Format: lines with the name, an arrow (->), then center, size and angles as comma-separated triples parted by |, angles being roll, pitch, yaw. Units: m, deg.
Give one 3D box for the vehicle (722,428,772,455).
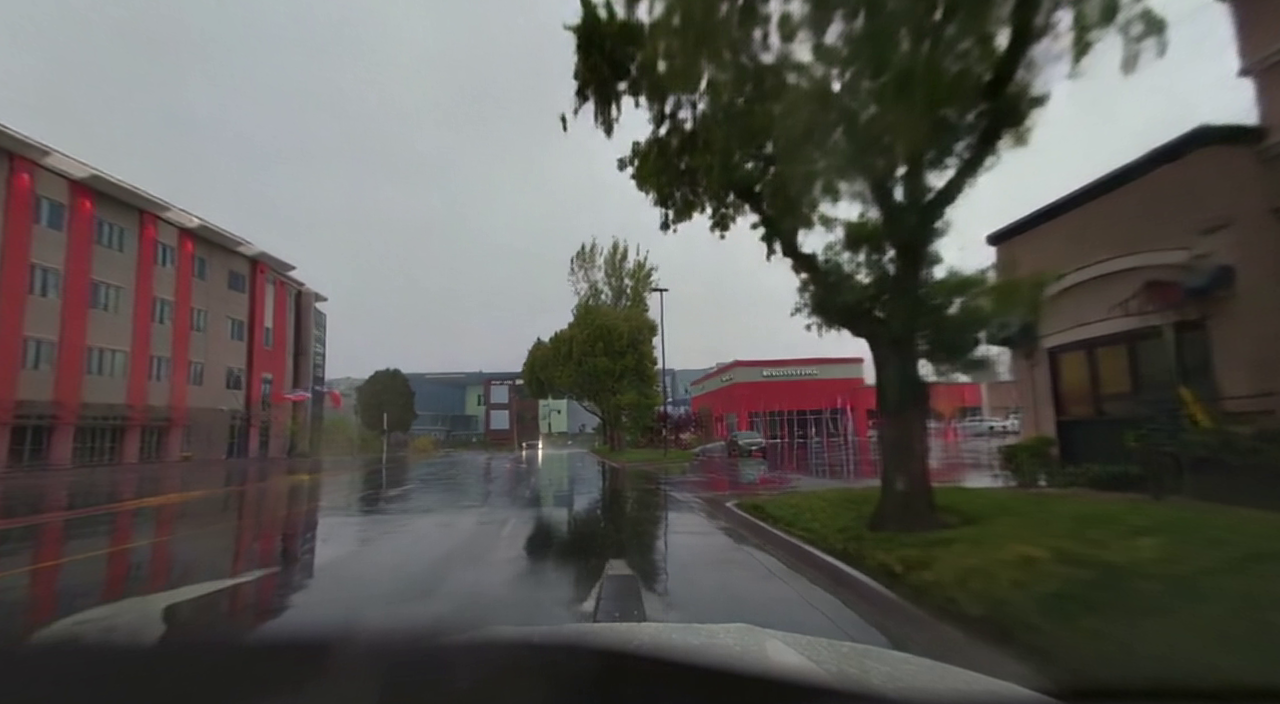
vehicle -> 6.351, 5.364, 37.708 | 1.769, 1.516, 3.520 | 0, -9, -11
